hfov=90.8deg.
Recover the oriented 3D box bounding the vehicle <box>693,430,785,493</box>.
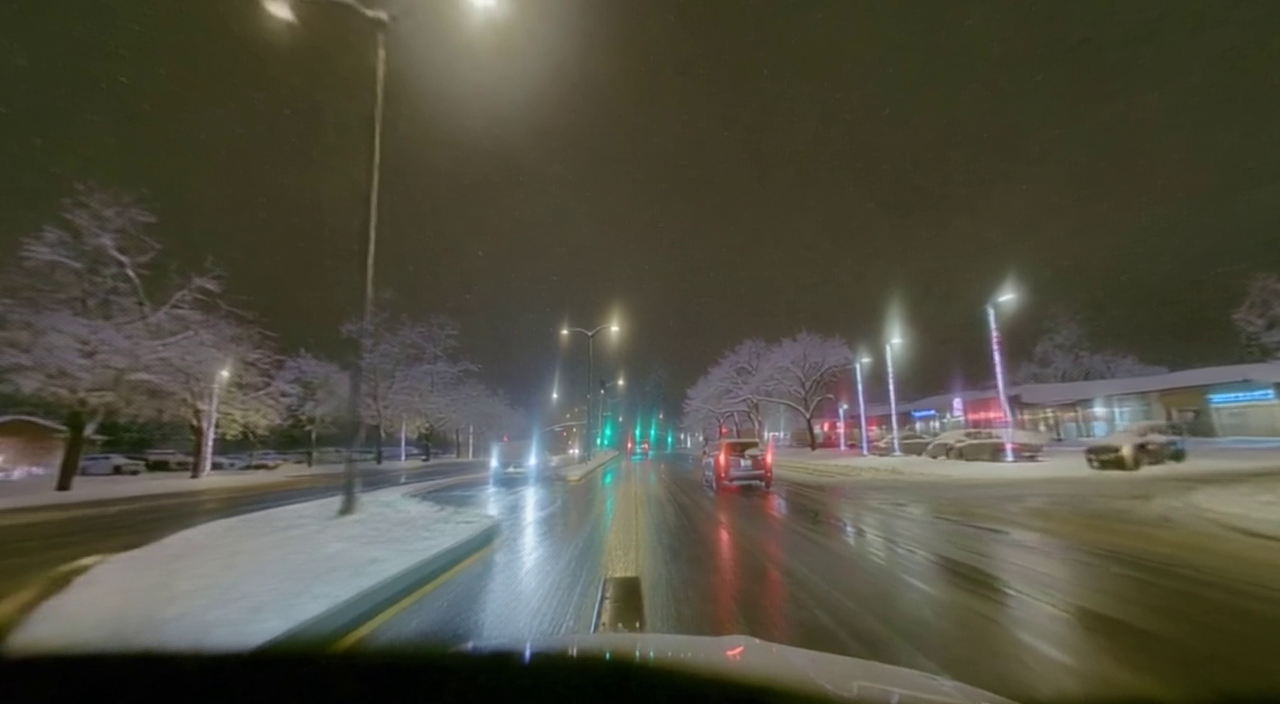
[{"bbox_3d":[2.866,3.287,19.275,1.963,1.677,4.229,0,-8,-2],"label":"vehicle"}]

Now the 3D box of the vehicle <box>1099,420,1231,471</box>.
[{"bbox_3d":[18.851,3.343,22.653,4.524,1.653,2.109,5,-10,-30],"label":"vehicle"}]

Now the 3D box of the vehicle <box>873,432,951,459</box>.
[{"bbox_3d":[17.543,6.008,40.695,4.591,1.645,1.914,4,-9,-24],"label":"vehicle"}]

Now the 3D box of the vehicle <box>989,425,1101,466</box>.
[{"bbox_3d":[18.156,4.168,28.331,4.446,1.692,2.184,4,-10,-28],"label":"vehicle"}]

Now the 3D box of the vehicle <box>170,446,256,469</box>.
[{"bbox_3d":[-29.728,7.324,44.052,4.500,1.559,2.001,0,-8,1],"label":"vehicle"}]

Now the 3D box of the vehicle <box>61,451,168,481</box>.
[{"bbox_3d":[-28.341,6.131,34.090,4.717,1.485,1.926,-2,-9,14],"label":"vehicle"}]

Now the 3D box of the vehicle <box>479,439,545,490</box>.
[{"bbox_3d":[-4.241,3.787,21.474,1.905,1.471,4.302,-1,-9,-8],"label":"vehicle"}]

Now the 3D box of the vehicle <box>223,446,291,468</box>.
[{"bbox_3d":[-30.064,8.253,49.624,3.990,1.569,2.071,-1,-9,-2],"label":"vehicle"}]
